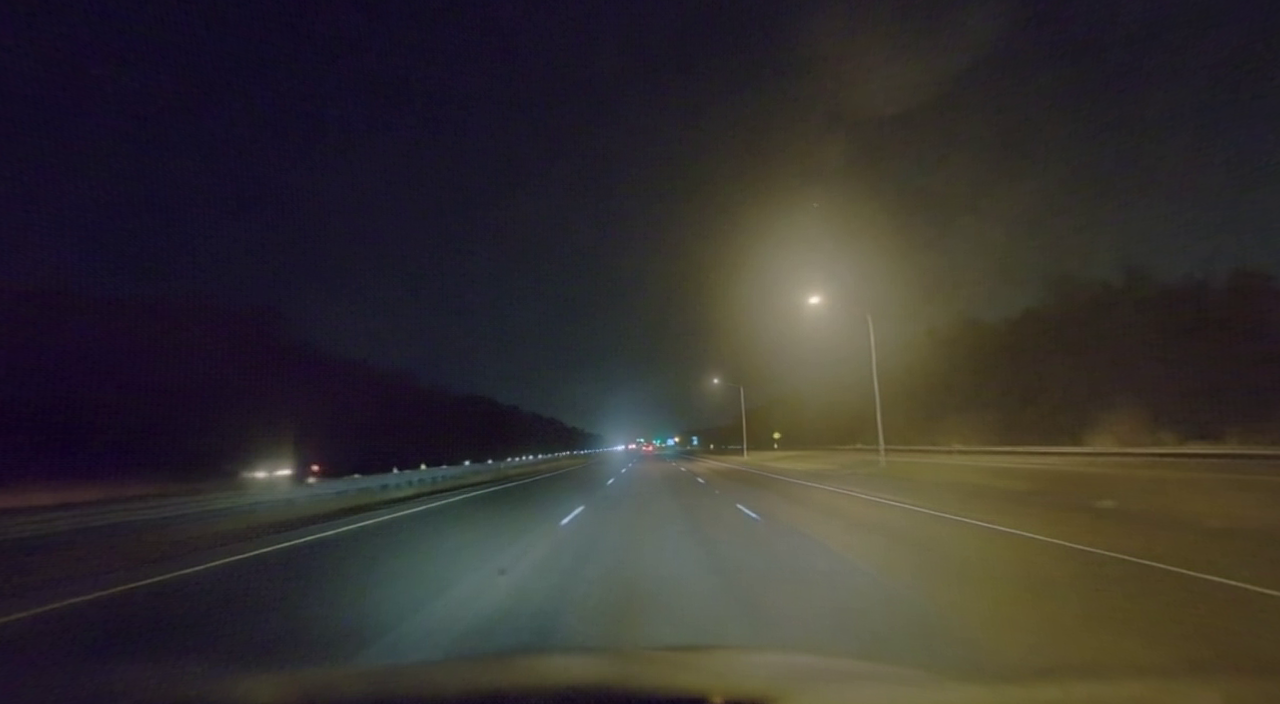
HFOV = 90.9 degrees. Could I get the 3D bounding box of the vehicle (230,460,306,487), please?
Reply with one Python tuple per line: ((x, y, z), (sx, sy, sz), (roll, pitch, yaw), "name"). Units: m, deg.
((-23.744, 7.737, 40.503), (1.918, 1.462, 4.722), (-1, -8, 2), "vehicle")
